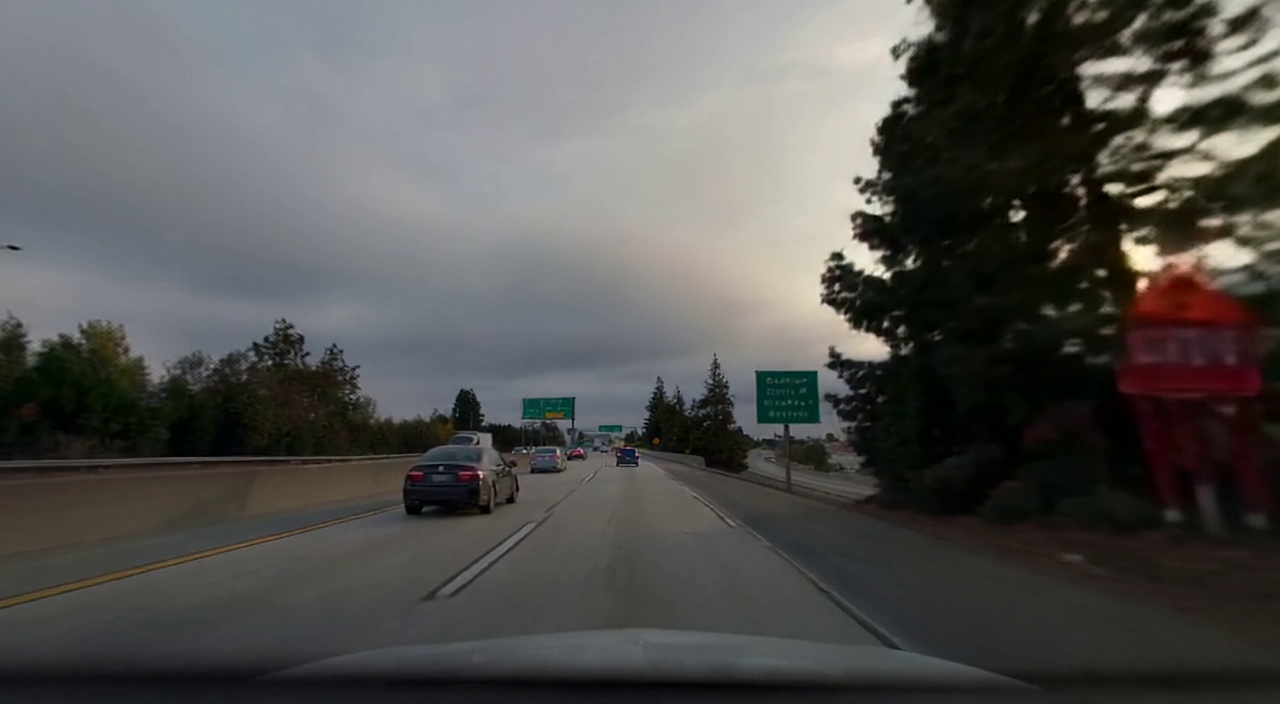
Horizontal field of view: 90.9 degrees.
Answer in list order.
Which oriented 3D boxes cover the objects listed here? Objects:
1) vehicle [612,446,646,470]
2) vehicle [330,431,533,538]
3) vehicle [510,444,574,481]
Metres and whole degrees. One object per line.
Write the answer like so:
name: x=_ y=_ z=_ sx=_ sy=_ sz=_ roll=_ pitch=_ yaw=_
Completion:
vehicle: x=-0.700 y=6.863 z=41.011 sx=2.100 sy=1.471 sz=3.956 roll=0 pitch=-8 yaw=-1
vehicle: x=-3.382 y=2.239 z=11.362 sx=2.067 sy=1.509 sz=4.551 roll=0 pitch=-8 yaw=1
vehicle: x=-4.197 y=4.797 z=27.717 sx=2.107 sy=1.453 sz=4.462 roll=0 pitch=-8 yaw=0
